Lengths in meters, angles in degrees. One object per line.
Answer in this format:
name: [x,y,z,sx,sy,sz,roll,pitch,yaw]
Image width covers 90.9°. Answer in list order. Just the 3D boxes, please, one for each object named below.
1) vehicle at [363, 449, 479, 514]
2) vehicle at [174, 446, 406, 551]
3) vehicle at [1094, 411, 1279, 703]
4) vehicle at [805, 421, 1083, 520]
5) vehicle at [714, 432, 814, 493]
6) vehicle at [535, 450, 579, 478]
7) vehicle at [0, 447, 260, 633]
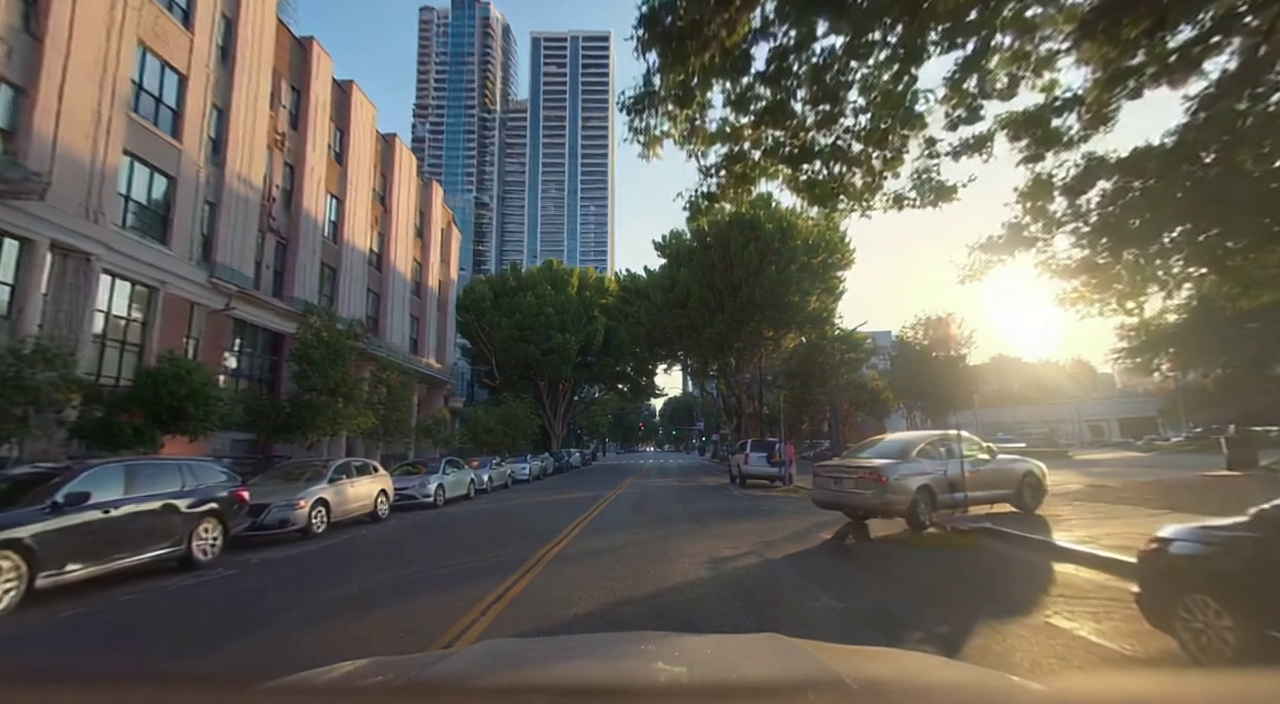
vehicle: [-6.497,3.840,19.322,1.944,1.574,4.717,-2,-8,-1]
vehicle: [-6.722,2.799,12.895,2.123,1.596,4.659,-2,-8,-1]
vehicle: [4.497,0.918,2.160,2.331,1.533,4.831,-1,-8,1]
vehicle: [6.314,2.514,13.723,4.772,1.876,2.400,-1,-8,1]
vehicle: [4.584,4.173,24.507,2.568,2.001,5.999,-2,-8,-1]
vehicle: [-5.363,7.287,41.415,2.270,1.539,4.855,-2,-8,-1]
vehicle: [-7.017,1.990,7.238,2.244,1.616,5.013,-2,-8,-1]
